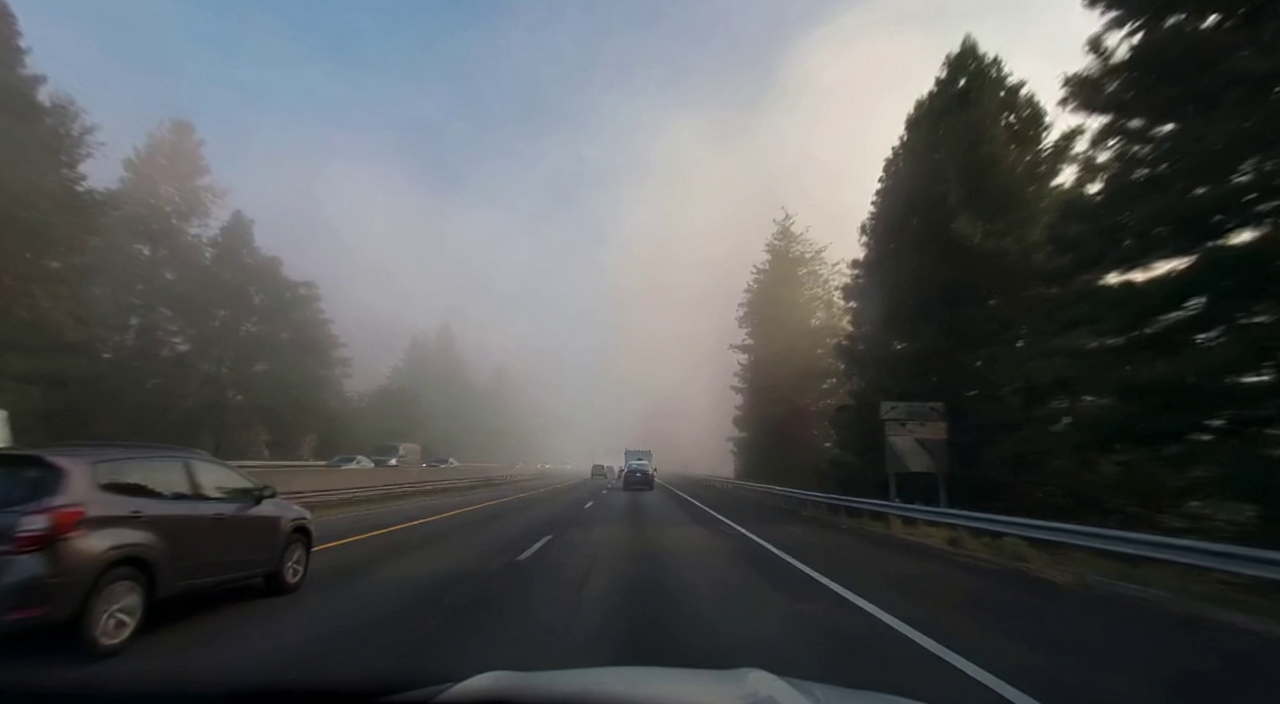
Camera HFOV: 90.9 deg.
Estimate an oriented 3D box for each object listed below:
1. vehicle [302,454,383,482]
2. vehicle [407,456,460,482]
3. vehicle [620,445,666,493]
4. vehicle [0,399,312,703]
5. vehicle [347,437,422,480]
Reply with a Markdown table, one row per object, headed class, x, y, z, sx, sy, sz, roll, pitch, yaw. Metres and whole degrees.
| class | x | y | z | sx | sy | sz | roll | pitch | yaw |
| --- | --- | --- | --- | --- | --- | --- | --- | --- | --- |
| vehicle | -17.090 | 6.732 | 36.471 | 2.354 | 1.461 | 4.828 | 1 | -11 | -1 |
| vehicle | -13.029 | 7.451 | 40.052 | 1.871 | 1.478 | 4.406 | 1 | -11 | 0 |
| vehicle | 0.151 | 6.884 | 37.179 | 2.482 | 2.549 | 5.447 | 1 | -11 | 0 |
| vehicle | -4.262 | 1.212 | 4.091 | 2.100 | 1.605 | 3.883 | 1 | -11 | 0 |
| vehicle | -17.322 | 7.342 | 43.119 | 2.544 | 2.700 | 5.950 | 1 | -11 | 0 |
